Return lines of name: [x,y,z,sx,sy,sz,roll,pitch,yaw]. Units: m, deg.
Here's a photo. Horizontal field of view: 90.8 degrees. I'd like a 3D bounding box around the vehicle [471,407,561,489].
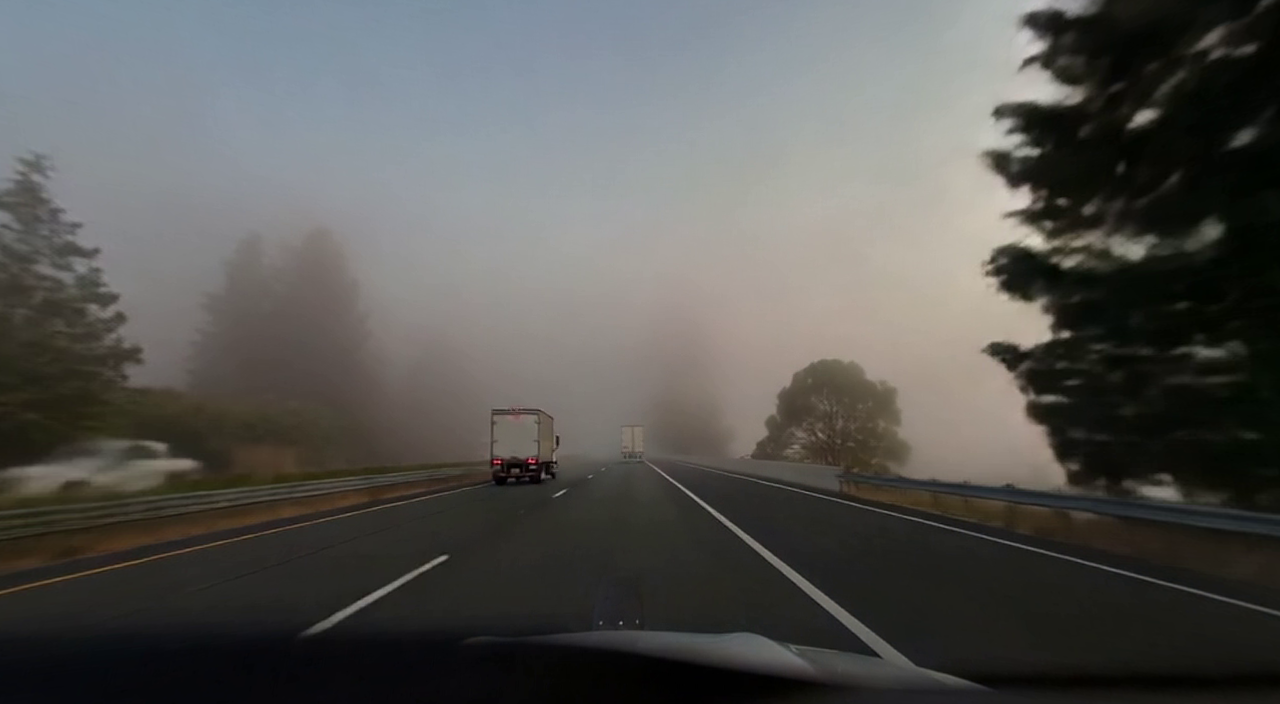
vehicle: [-4.701,3.831,25.102,2.368,2.813,6.329,0,-9,-1]
